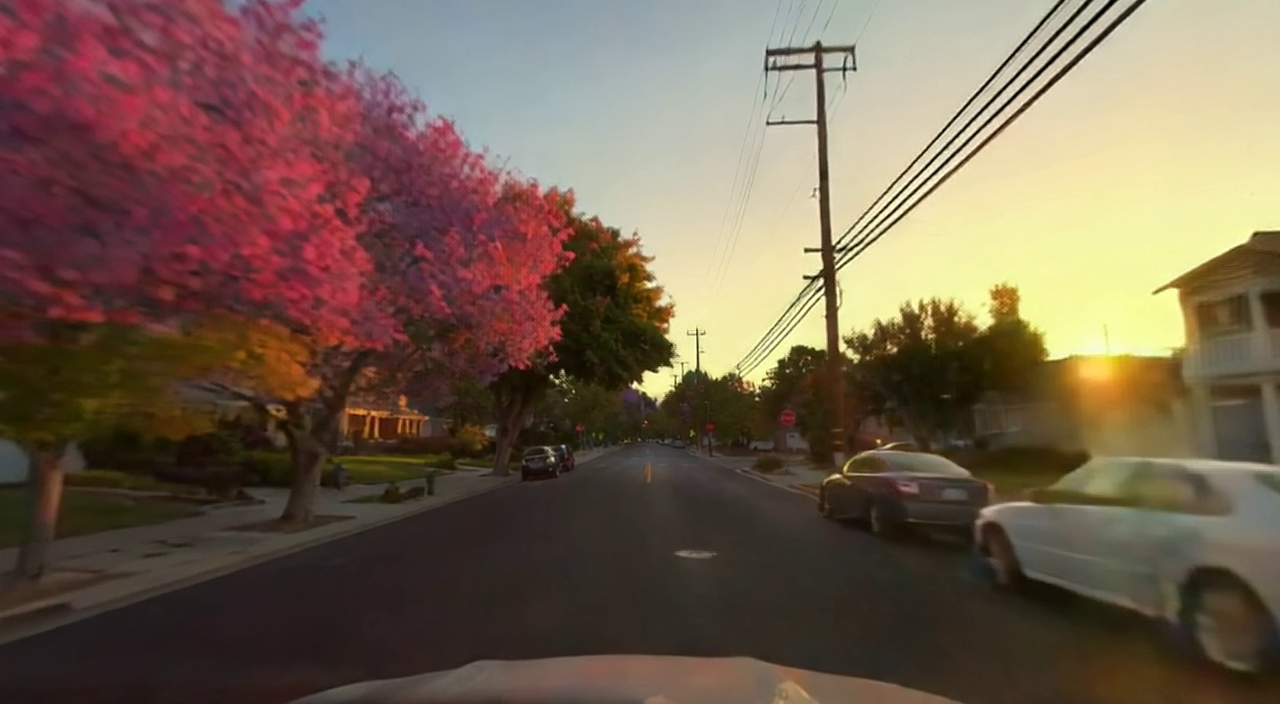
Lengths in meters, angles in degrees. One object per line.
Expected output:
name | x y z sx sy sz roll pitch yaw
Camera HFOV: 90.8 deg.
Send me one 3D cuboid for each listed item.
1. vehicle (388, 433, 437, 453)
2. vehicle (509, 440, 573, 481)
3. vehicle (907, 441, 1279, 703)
vehicle | -18.015 7.162 49.904 1.870 1.492 4.472 8 -11 -43
vehicle | -4.207 4.653 27.475 1.938 1.508 4.481 0 -7 1
vehicle | 4.235 1.462 5.036 2.006 1.489 4.753 0 -8 -2
